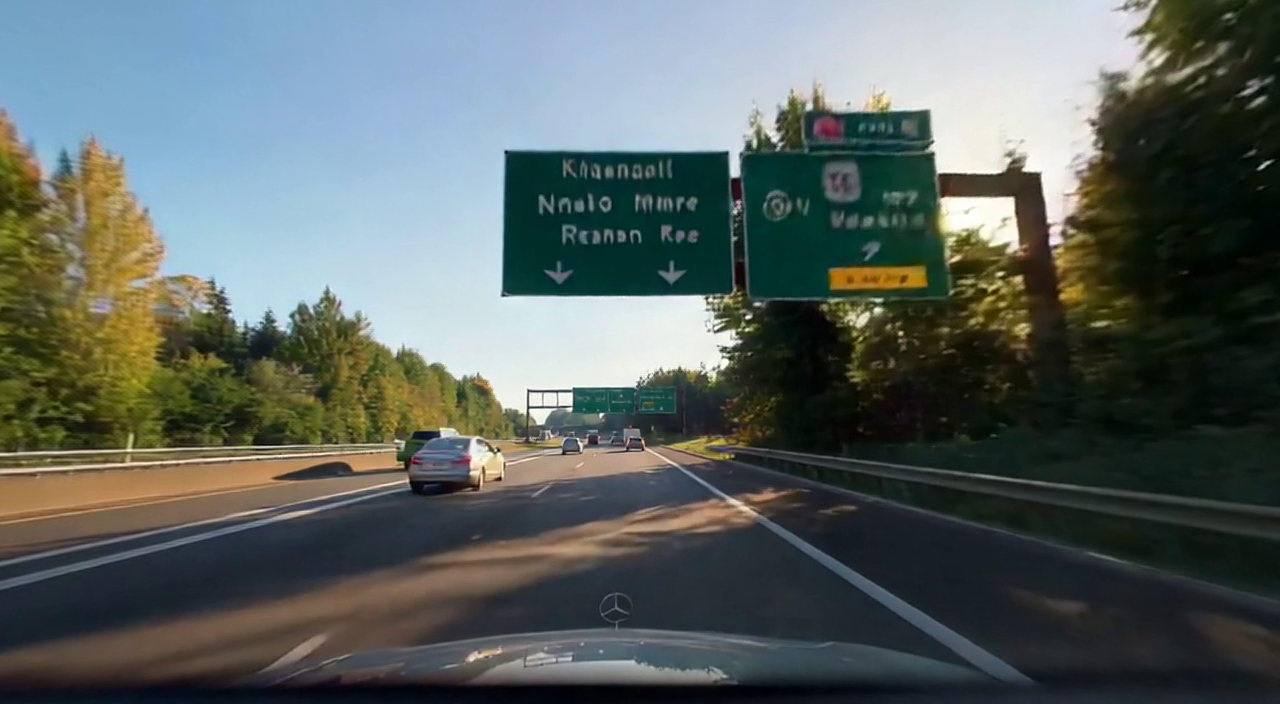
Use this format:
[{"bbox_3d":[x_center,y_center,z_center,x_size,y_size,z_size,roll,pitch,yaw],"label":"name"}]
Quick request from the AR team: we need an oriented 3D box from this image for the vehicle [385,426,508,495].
[{"bbox_3d":[-4.673,2.657,15.809,1.959,1.514,3.668,0,-8,-1],"label":"vehicle"}]

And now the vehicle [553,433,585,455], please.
[{"bbox_3d":[-5.190,6.764,46.364,1.972,1.537,4.173,0,-8,-1],"label":"vehicle"}]
